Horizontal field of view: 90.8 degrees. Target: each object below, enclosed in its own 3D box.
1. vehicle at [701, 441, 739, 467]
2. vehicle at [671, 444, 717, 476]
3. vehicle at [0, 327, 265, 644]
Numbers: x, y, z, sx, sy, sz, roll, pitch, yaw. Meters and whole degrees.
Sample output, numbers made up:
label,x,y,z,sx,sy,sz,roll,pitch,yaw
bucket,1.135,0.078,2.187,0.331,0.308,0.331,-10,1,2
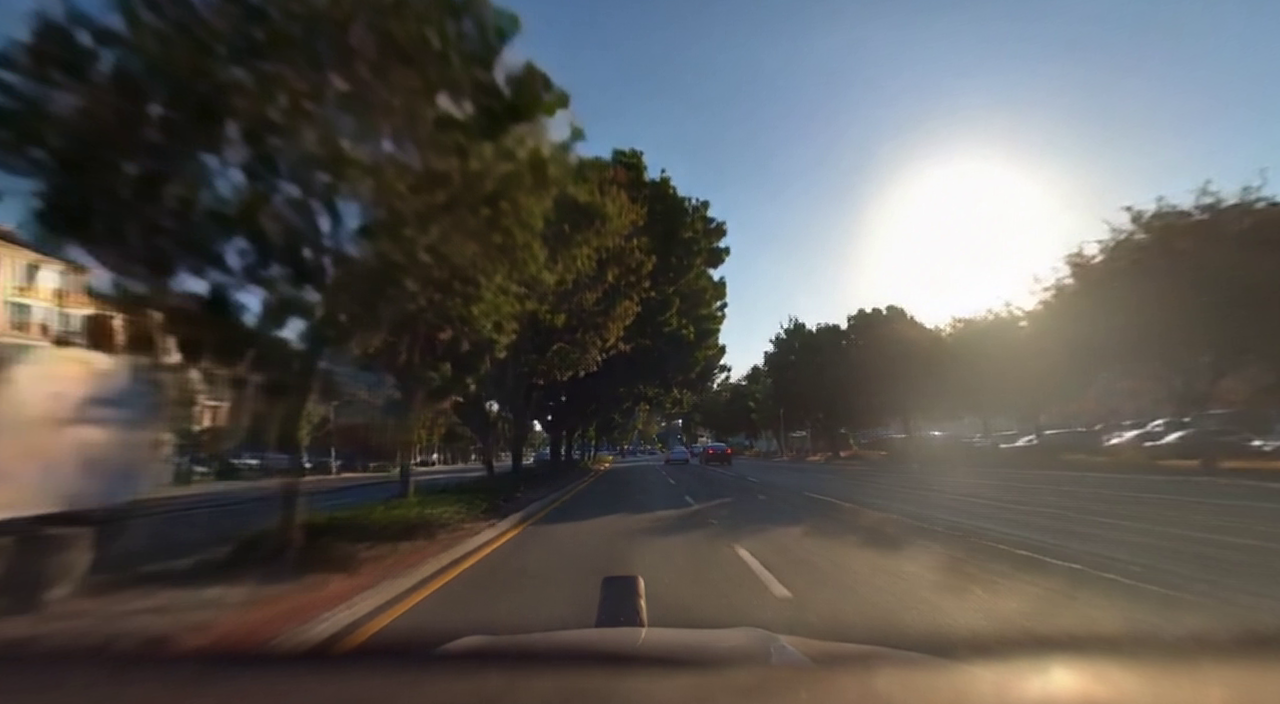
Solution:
label,x,y,z,sx,sy,sz,roll,pitch,yaw
vehicle,5.727,7.347,45.601,1.946,1.773,4.641,0,-9,-2
vehicle,2.777,5.694,33.599,1.917,1.538,4.259,0,-9,-2
vehicle,-5.640,0.929,4.375,2.425,2.167,5.888,0,-9,0
